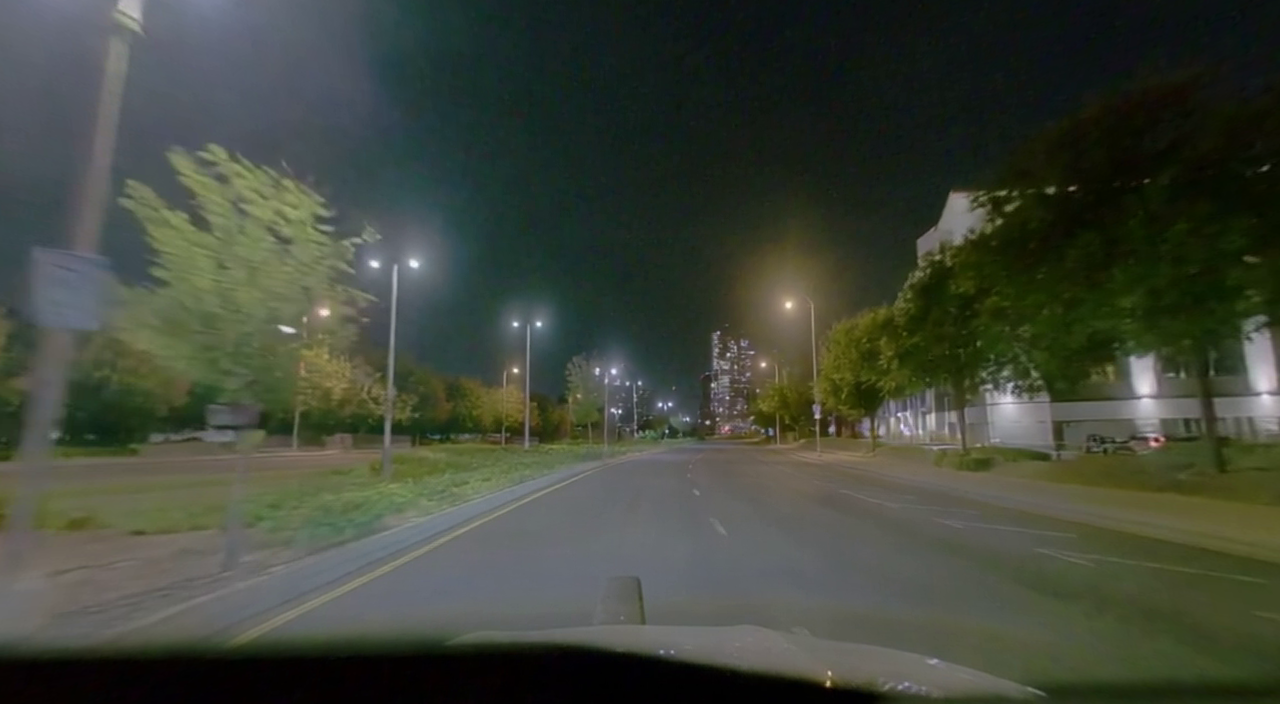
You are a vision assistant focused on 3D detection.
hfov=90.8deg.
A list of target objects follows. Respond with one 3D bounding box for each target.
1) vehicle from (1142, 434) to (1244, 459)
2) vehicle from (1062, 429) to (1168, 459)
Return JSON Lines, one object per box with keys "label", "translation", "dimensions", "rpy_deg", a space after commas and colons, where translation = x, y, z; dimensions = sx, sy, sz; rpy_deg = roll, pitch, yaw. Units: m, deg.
{"label": "vehicle", "translation": [32.736, 5.601, 37.471], "dimensions": [4.329, 1.466, 1.846], "rpy_deg": [0, -8, -1]}
{"label": "vehicle", "translation": [33.840, 6.571, 45.180], "dimensions": [5.608, 2.033, 2.152], "rpy_deg": [-1, -8, 5]}
